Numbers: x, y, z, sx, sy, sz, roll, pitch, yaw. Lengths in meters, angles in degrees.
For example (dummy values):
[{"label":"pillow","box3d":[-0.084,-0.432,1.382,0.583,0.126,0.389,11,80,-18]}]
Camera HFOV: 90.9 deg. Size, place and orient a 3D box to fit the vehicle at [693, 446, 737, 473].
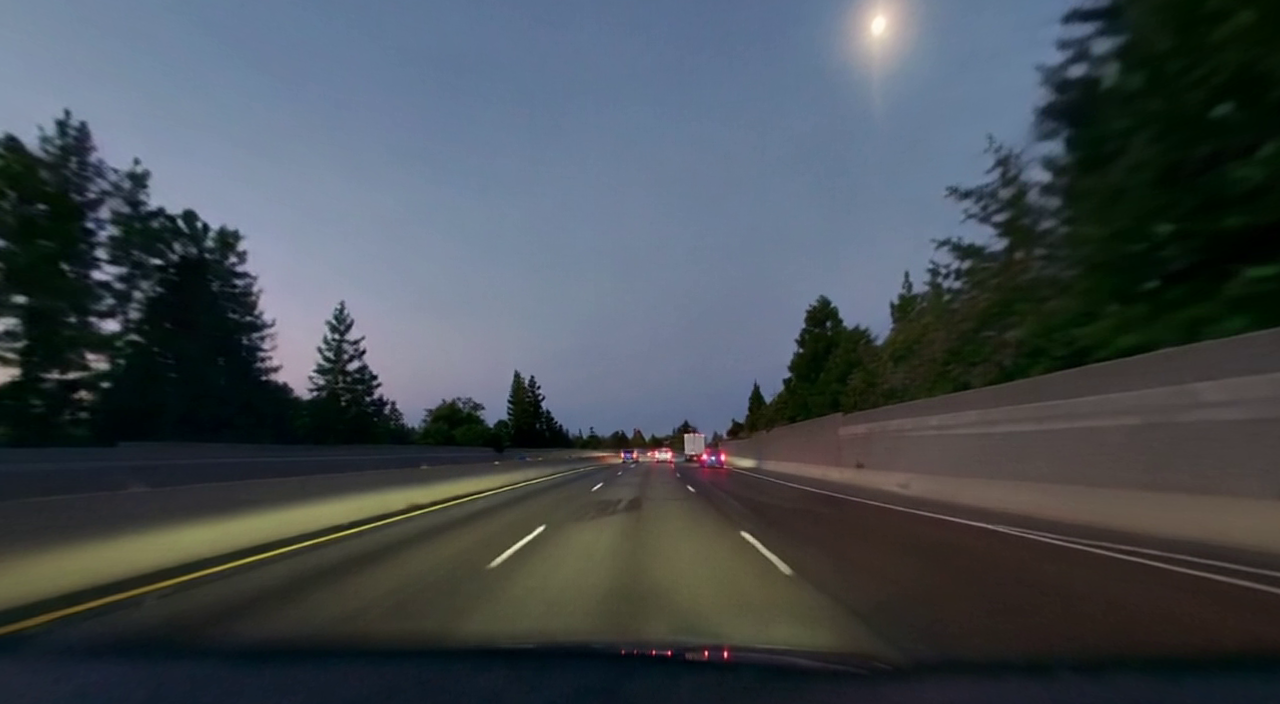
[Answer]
[{"label":"vehicle","box3d":[4.505,6.550,38.530,2.175,1.574,3.943,0,-9,0]}]
